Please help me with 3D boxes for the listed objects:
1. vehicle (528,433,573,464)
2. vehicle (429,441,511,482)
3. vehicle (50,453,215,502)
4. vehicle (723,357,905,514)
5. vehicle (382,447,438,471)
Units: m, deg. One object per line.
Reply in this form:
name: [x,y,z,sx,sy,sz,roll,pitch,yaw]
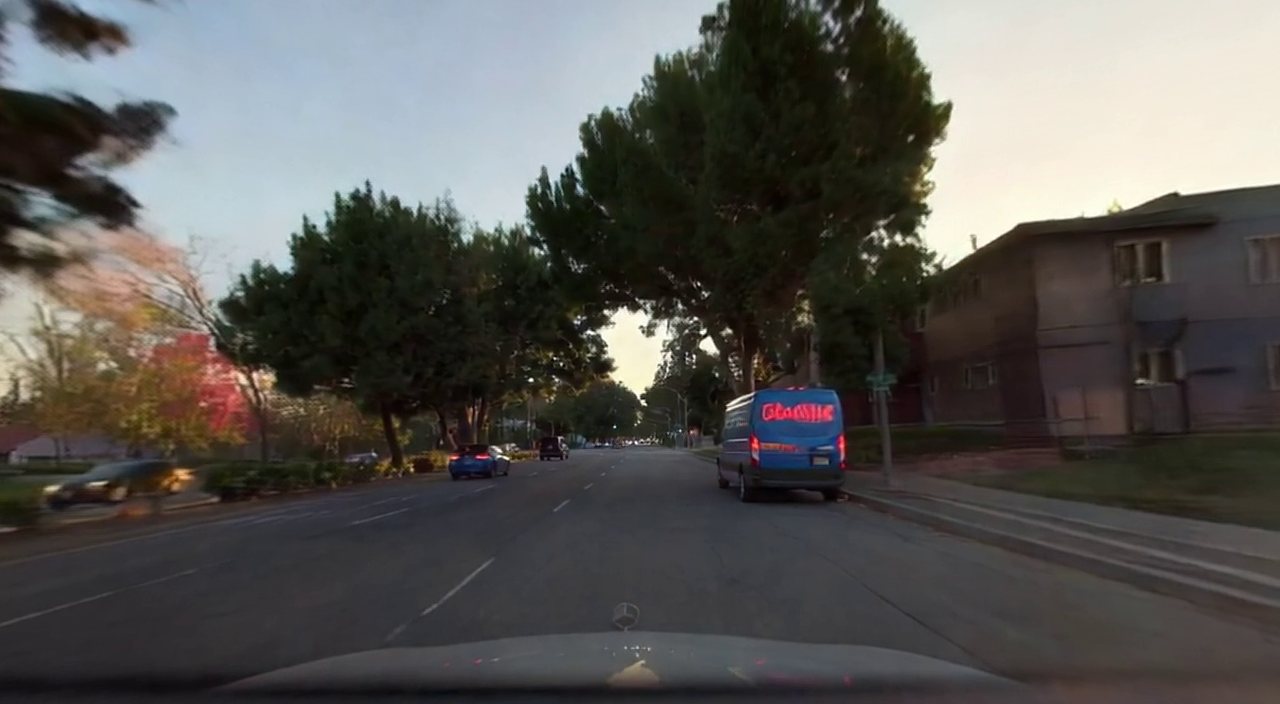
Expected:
vehicle: [-6.291,6.898,45.256,2.332,2.039,5.678,0,-9,1]
vehicle: [-6.594,4.311,25.109,1.970,1.456,4.441,0,-9,1]
vehicle: [-18.003,4.443,22.797,1.974,1.525,4.738,0,-9,0]
vehicle: [3.657,1.956,14.612,2.791,3.026,4.668,0,-9,0]
vehicle: [-14.931,6.960,41.271,1.842,1.472,4.639,0,-9,1]
